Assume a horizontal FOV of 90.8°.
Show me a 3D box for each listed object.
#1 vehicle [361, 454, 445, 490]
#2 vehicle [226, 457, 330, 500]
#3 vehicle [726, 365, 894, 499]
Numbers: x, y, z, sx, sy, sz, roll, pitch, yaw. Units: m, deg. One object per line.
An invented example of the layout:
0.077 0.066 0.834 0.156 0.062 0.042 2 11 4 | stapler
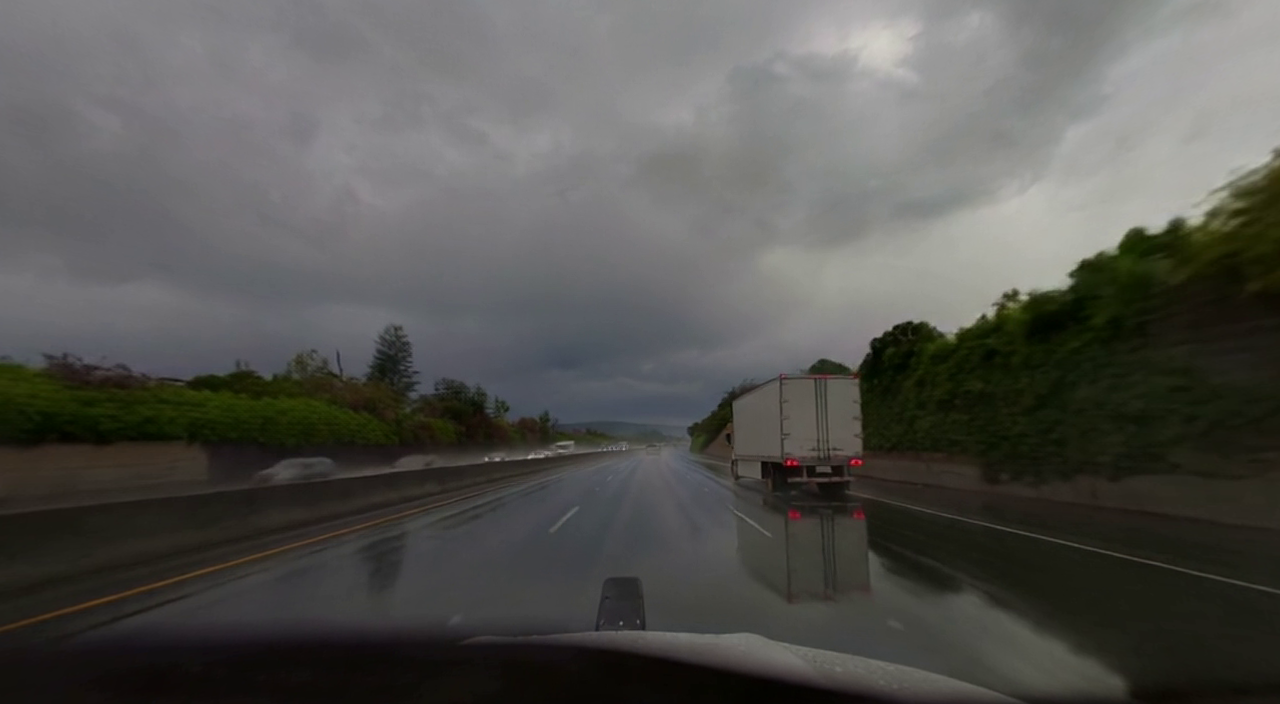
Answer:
-10.805 5.478 29.147 2.192 1.516 4.296 0 -9 0 | vehicle
-14.358 5.009 25.304 1.841 1.561 3.800 0 -9 1 | vehicle
4.745 2.594 19.708 2.771 3.313 8.121 0 -9 -1 | vehicle
